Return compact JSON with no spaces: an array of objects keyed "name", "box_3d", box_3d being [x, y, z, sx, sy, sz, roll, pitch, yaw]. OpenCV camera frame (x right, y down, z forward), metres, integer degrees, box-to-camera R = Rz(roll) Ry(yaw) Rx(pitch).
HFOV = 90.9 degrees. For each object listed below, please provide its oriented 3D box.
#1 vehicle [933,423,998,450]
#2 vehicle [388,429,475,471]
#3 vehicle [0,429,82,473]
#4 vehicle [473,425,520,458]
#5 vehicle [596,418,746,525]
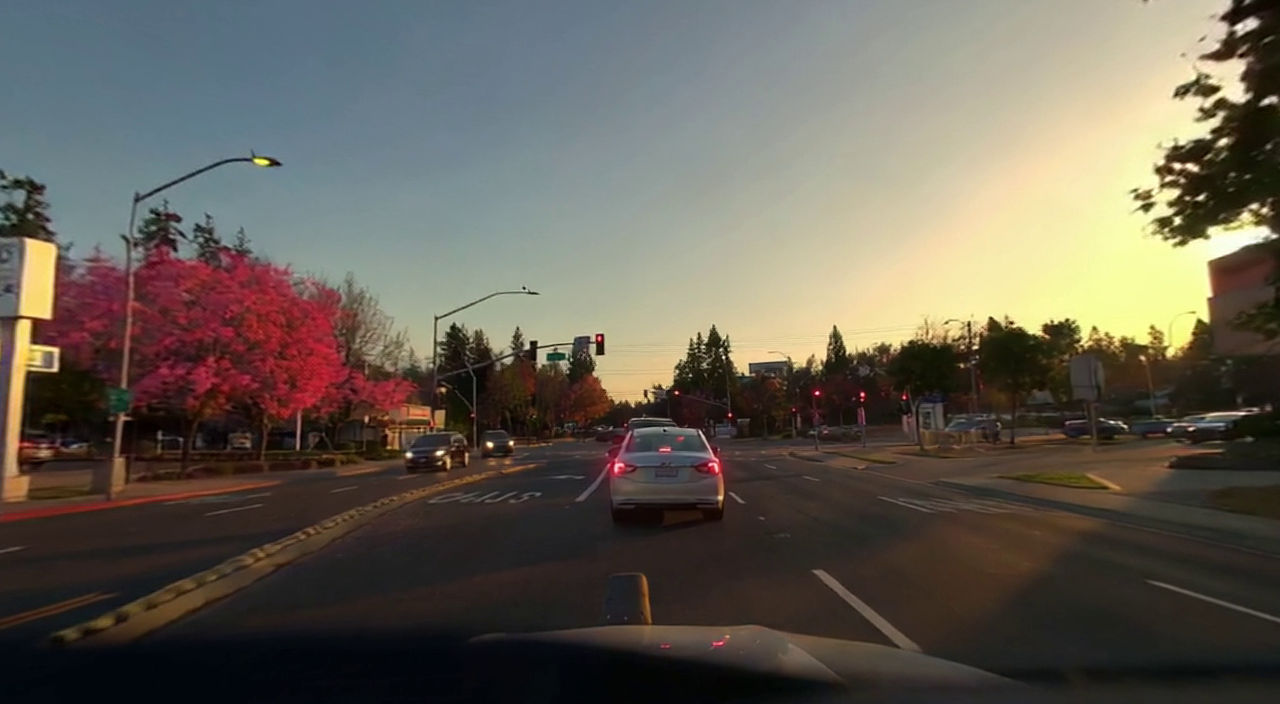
[{"name":"vehicle","box_3d":[19.921,5.187,38.519,4.091,1.495,2.053,7,-11,-41]},{"name":"vehicle","box_3d":[-8.937,4.251,27.448,2.108,1.671,4.535,0,-8,2]},{"name":"vehicle","box_3d":[-27.280,4.237,27.019,1.946,1.816,4.792,-1,-8,7]},{"name":"vehicle","box_3d":[-9.749,6.058,42.549,2.378,2.084,5.225,3,-9,-19]},{"name":"vehicle","box_3d":[0.487,1.977,10.964,2.112,1.482,4.057,0,-8,2]}]
